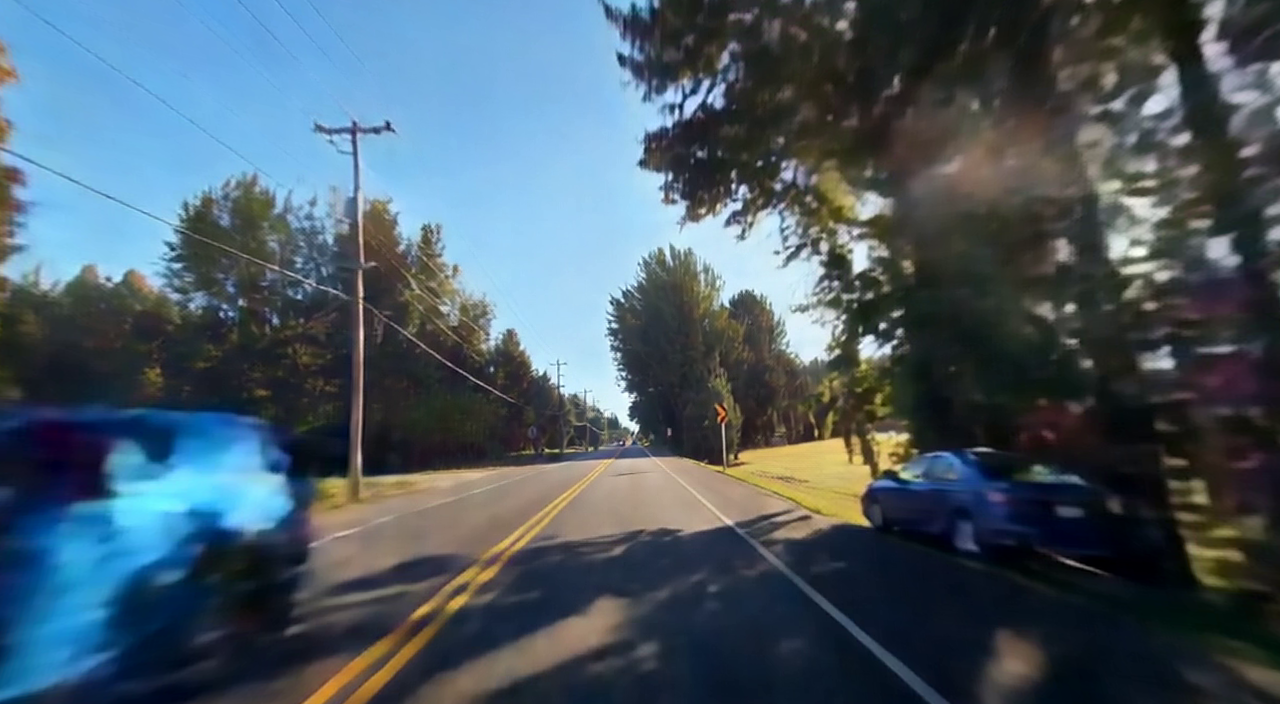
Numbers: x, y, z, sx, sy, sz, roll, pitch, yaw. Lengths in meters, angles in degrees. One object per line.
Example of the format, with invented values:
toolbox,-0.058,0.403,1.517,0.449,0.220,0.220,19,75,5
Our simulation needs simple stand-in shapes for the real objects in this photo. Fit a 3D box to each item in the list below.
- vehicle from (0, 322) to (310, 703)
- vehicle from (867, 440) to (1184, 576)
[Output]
vehicle,-3.231,0.733,1.957,2.023,1.722,4.372,0,-8,0
vehicle,5.036,2.047,9.162,1.905,1.482,4.240,0,-9,0
